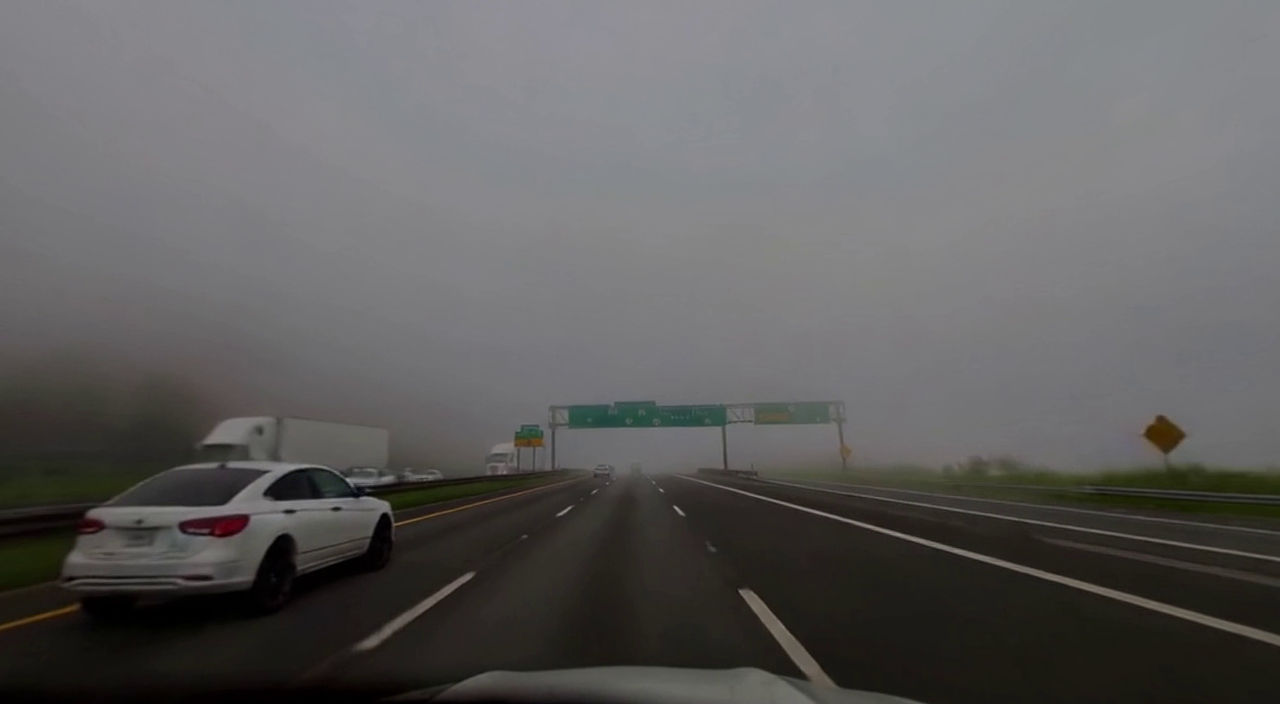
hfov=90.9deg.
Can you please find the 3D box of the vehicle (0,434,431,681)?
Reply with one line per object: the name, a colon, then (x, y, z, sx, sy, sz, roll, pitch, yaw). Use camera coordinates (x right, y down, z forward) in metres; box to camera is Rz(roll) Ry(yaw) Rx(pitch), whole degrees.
vehicle: (-3.796, 1.633, 6.054, 1.998, 1.427, 4.462, 1, -11, 0)
